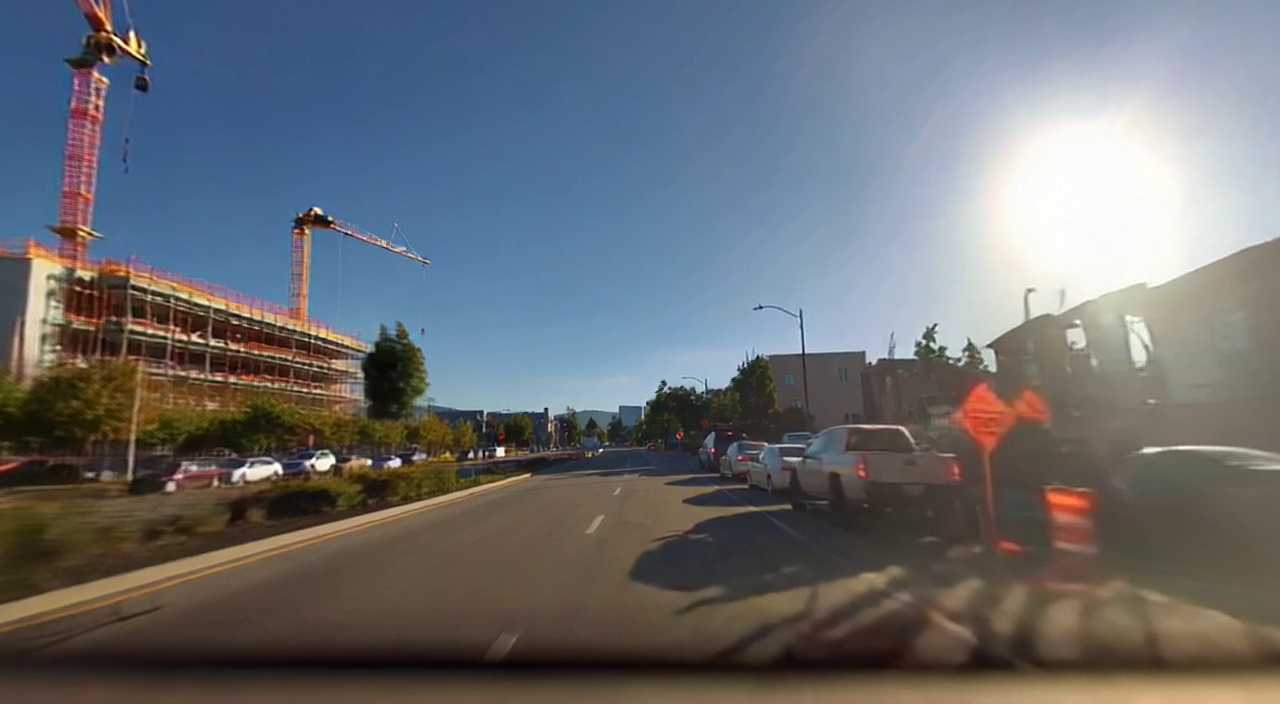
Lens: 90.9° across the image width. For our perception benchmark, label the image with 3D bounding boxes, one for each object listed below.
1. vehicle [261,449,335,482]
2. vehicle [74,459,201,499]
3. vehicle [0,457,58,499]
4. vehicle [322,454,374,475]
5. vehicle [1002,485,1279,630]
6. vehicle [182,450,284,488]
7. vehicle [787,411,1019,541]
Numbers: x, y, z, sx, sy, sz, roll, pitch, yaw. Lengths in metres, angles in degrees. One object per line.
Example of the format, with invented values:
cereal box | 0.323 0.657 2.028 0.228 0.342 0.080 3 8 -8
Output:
vehicle | -21.543 7.128 39.973 2.027 1.855 4.908 0 -8 -2
vehicle | -21.587 5.432 27.347 1.811 1.480 4.425 0 -8 0
vehicle | -28.732 5.798 29.320 2.108 1.692 4.514 8 -12 -44
vehicle | -21.658 8.324 46.923 1.834 1.441 4.416 0 -8 -2
vehicle | 4.906 1.748 5.749 1.973 0.903 2.151 0 -8 3
vehicle | -21.547 6.188 33.719 1.986 1.805 5.444 0 -8 -2
vehicle | 4.319 2.115 11.428 2.050 1.832 4.794 0 -8 -1
